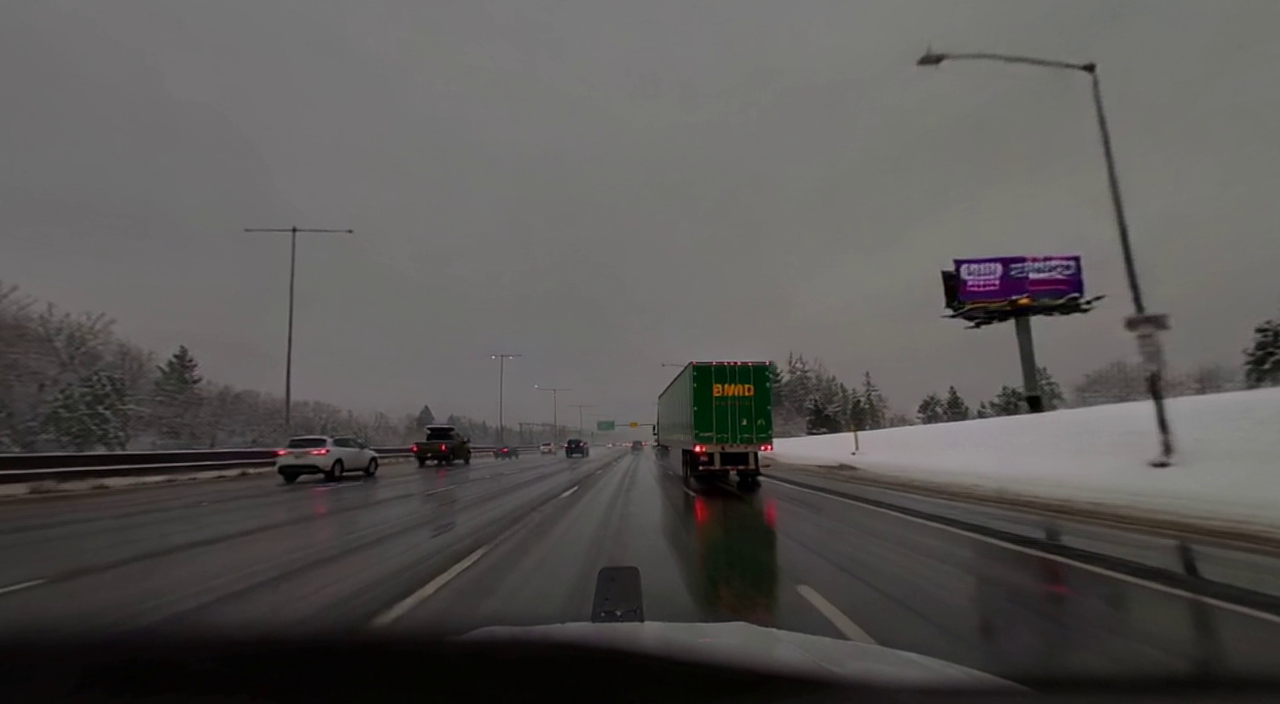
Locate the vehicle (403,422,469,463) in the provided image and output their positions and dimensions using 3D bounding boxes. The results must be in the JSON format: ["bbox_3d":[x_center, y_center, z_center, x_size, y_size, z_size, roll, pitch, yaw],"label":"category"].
[{"bbox_3d":[-13.690,6.145,42.870,2.307,2.571,6.260,0,-8,1],"label":"vehicle"}]

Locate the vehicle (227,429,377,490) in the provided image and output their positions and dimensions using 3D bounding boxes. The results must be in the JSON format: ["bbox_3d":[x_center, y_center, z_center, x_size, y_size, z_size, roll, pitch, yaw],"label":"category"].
[{"bbox_3d":[-10.458,3.358,20.082,2.045,1.697,4.844,0,-8,0],"label":"vehicle"}]

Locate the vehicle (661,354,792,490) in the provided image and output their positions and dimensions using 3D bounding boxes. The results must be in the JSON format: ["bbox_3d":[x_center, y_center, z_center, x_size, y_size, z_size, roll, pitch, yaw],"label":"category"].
[{"bbox_3d":[2.764,3.107,25.990,2.891,3.944,15.051,0,-8,-2],"label":"vehicle"}]
